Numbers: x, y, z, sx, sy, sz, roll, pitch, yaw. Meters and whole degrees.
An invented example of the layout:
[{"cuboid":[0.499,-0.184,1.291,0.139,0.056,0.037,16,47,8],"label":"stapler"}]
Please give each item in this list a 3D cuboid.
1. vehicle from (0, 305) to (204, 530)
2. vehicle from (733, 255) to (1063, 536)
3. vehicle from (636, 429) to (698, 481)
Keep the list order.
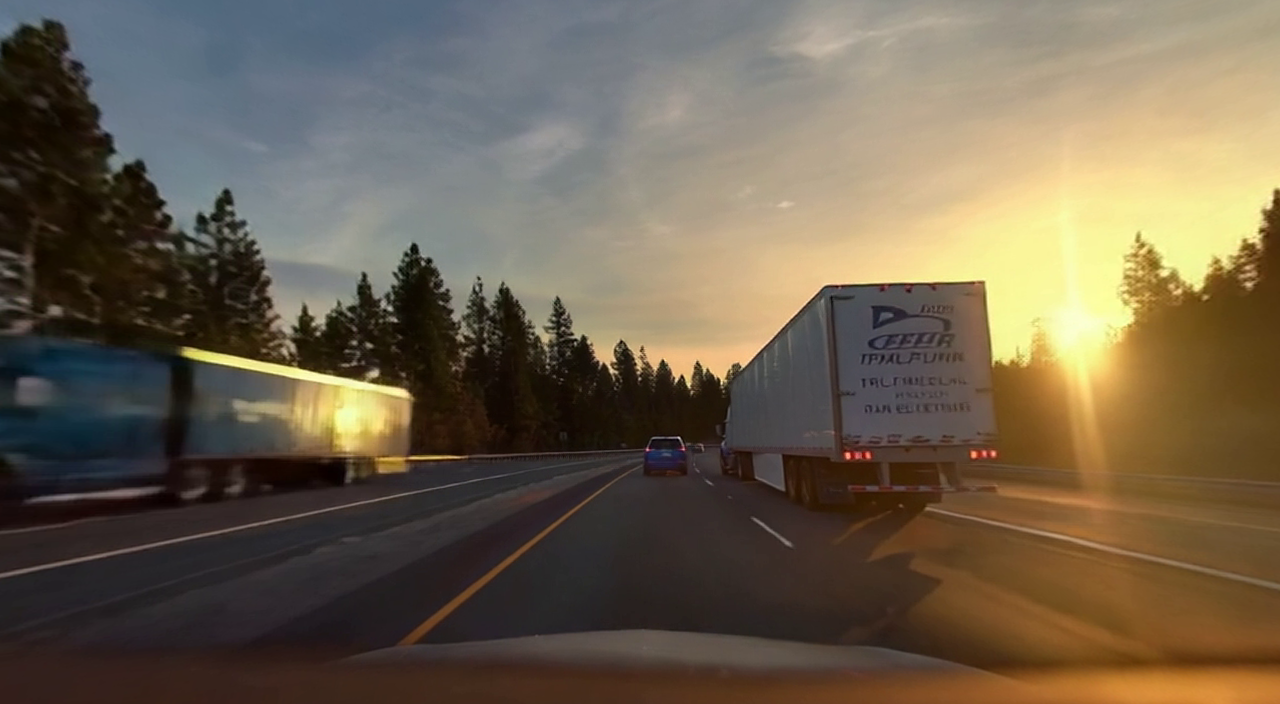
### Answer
[{"cuboid":[-12.975,1.281,11.992,3.038,3.995,8.330,-1,-8,2],"label":"vehicle"},{"cuboid":[4.979,1.816,17.636,2.899,4.160,16.621,-1,-9,2],"label":"vehicle"},{"cuboid":[1.073,4.051,25.074,2.222,1.848,4.610,-1,-8,3],"label":"vehicle"}]
